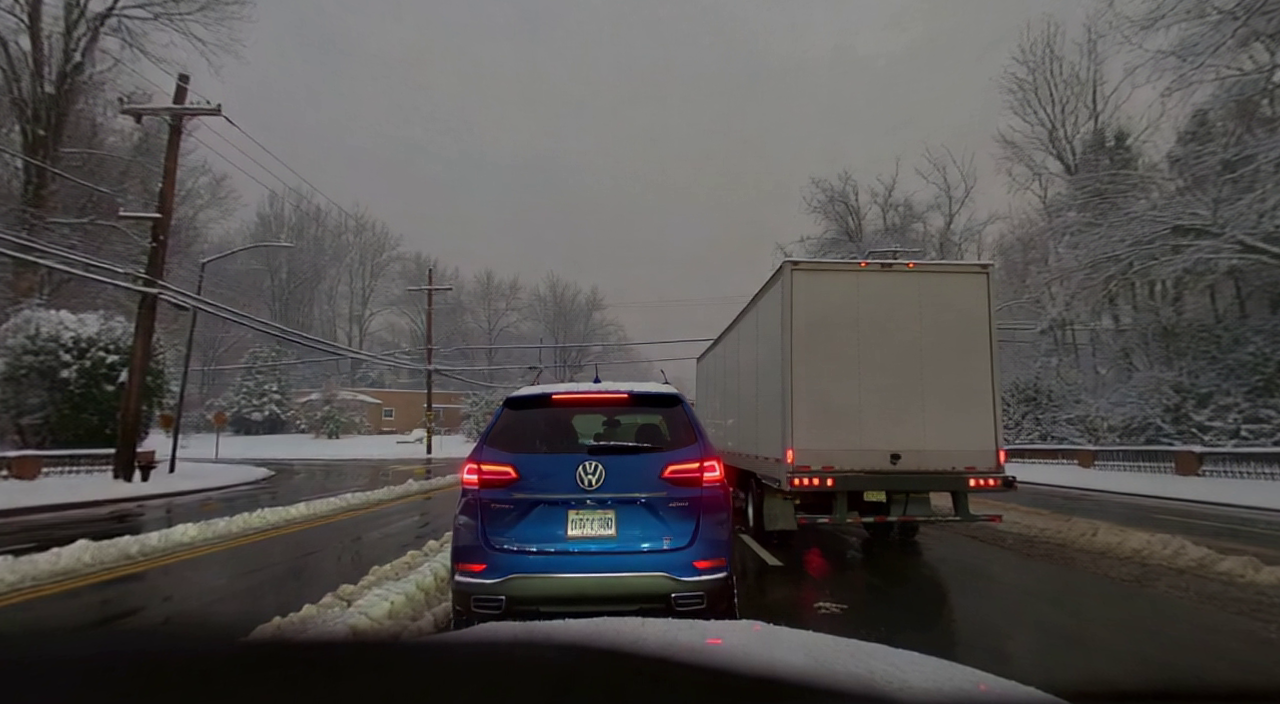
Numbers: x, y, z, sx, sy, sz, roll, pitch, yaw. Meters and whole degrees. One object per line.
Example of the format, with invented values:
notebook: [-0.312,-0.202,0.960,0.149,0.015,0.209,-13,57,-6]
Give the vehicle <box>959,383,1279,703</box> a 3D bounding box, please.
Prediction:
vehicle: [2.826,0.745,1.197,1.971,1.484,4.728,0,-8,0]

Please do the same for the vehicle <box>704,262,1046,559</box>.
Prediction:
vehicle: [3.215,1.279,11.967,2.915,3.559,8.848,0,-8,-1]

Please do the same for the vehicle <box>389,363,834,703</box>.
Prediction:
vehicle: [-0.138,1.225,5.198,2.114,1.732,4.230,0,-8,0]
